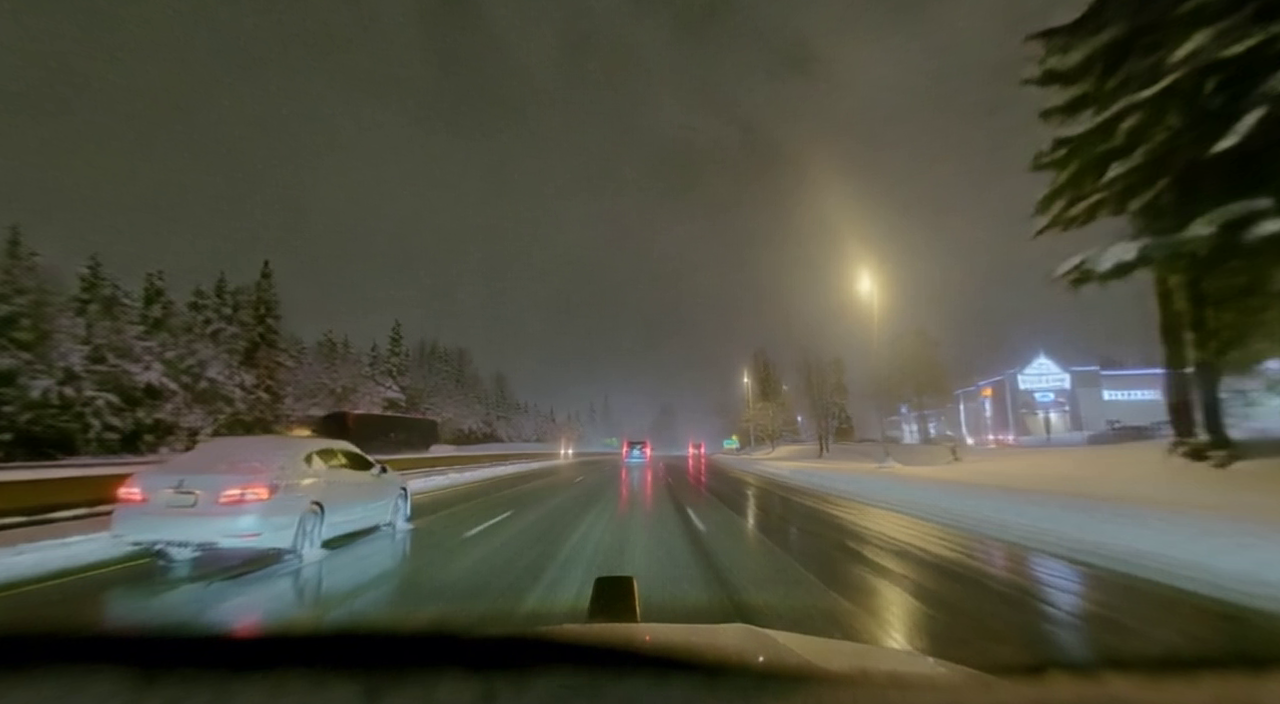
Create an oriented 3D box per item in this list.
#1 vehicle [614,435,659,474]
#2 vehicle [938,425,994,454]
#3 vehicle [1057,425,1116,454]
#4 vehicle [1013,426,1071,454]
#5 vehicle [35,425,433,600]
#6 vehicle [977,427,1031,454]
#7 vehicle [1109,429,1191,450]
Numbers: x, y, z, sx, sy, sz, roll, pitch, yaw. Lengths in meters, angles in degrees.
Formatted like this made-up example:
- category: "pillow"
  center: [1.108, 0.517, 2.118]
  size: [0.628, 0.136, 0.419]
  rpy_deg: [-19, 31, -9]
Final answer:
- category: "vehicle"
  center: [-0.115, 5.411, 33.595]
  size: [2.155, 1.856, 4.796]
  rpy_deg: [-1, -8, 2]
- category: "vehicle"
  center: [24.125, 6.453, 46.647]
  size: [4.718, 1.998, 2.027]
  rpy_deg: [7, -11, -42]
- category: "vehicle"
  center: [28.827, 5.618, 40.744]
  size: [4.690, 1.731, 2.065]
  rpy_deg: [7, -8, -42]
- category: "vehicle"
  center: [27.298, 5.958, 42.809]
  size: [4.472, 1.804, 2.149]
  rpy_deg: [7, -10, -43]
- category: "vehicle"
  center: [-4.282, 1.725, 7.818]
  size: [1.907, 1.483, 4.562]
  rpy_deg: [-1, -8, 0]
- category: "vehicle"
  center: [25.896, 6.282, 44.881]
  size: [4.384, 1.848, 2.061]
  rpy_deg: [7, -11, -43]
- category: "vehicle"
  center: [38.115, 6.571, 47.261]
  size: [4.372, 1.479, 1.754]
  rpy_deg: [-2, -8, 7]
